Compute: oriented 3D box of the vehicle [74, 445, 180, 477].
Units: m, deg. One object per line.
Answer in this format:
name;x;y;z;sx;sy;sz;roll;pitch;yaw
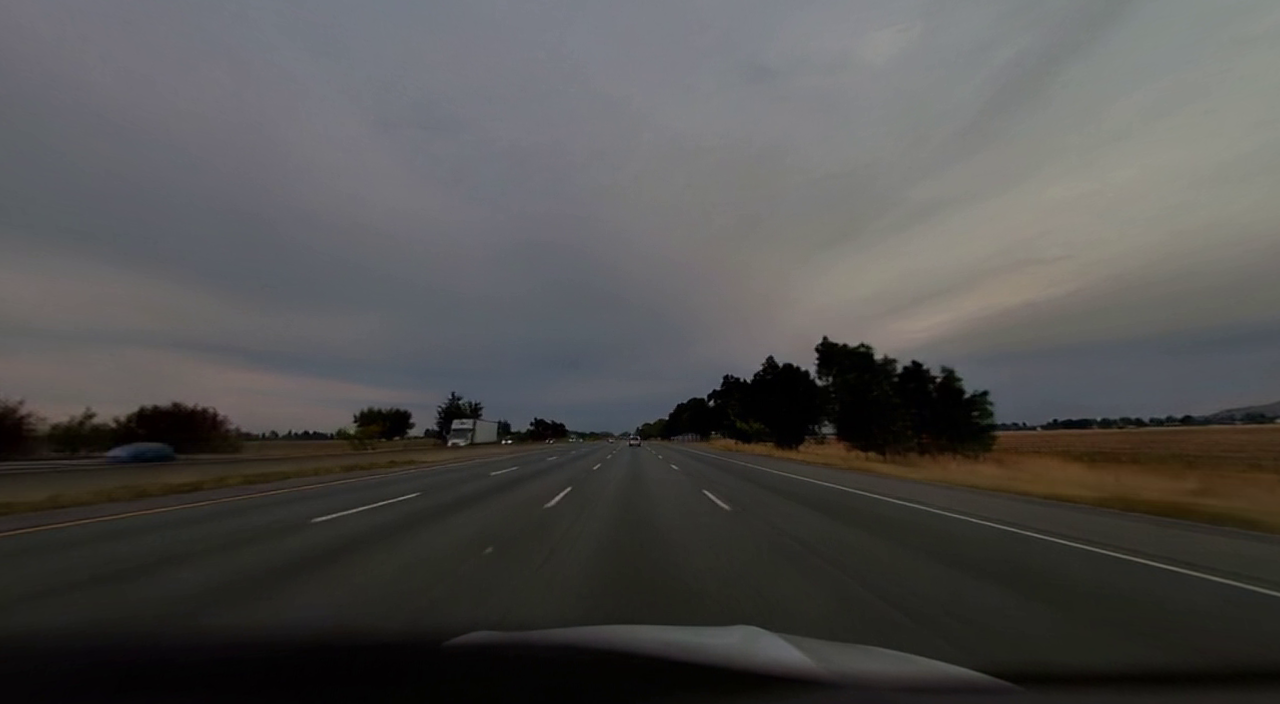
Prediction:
vehicle;-26.939;5.696;33.257;1.869;1.506;4.460;0;-8;-1
